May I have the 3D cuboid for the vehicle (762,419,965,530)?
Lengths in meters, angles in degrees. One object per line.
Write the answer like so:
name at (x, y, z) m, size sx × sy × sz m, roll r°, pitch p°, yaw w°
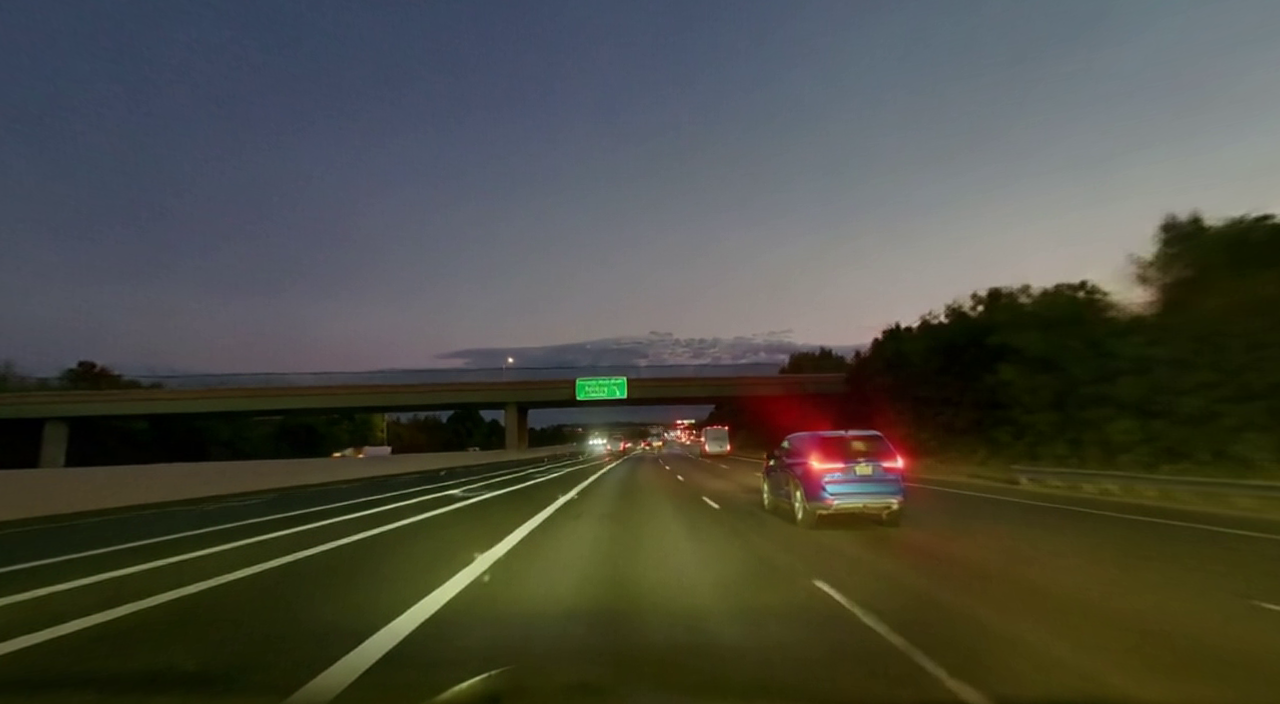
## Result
vehicle at (3.885, 2.216, 11.987) m, size 2.148 × 1.691 × 4.443 m, roll 0°, pitch -8°, yaw -1°
